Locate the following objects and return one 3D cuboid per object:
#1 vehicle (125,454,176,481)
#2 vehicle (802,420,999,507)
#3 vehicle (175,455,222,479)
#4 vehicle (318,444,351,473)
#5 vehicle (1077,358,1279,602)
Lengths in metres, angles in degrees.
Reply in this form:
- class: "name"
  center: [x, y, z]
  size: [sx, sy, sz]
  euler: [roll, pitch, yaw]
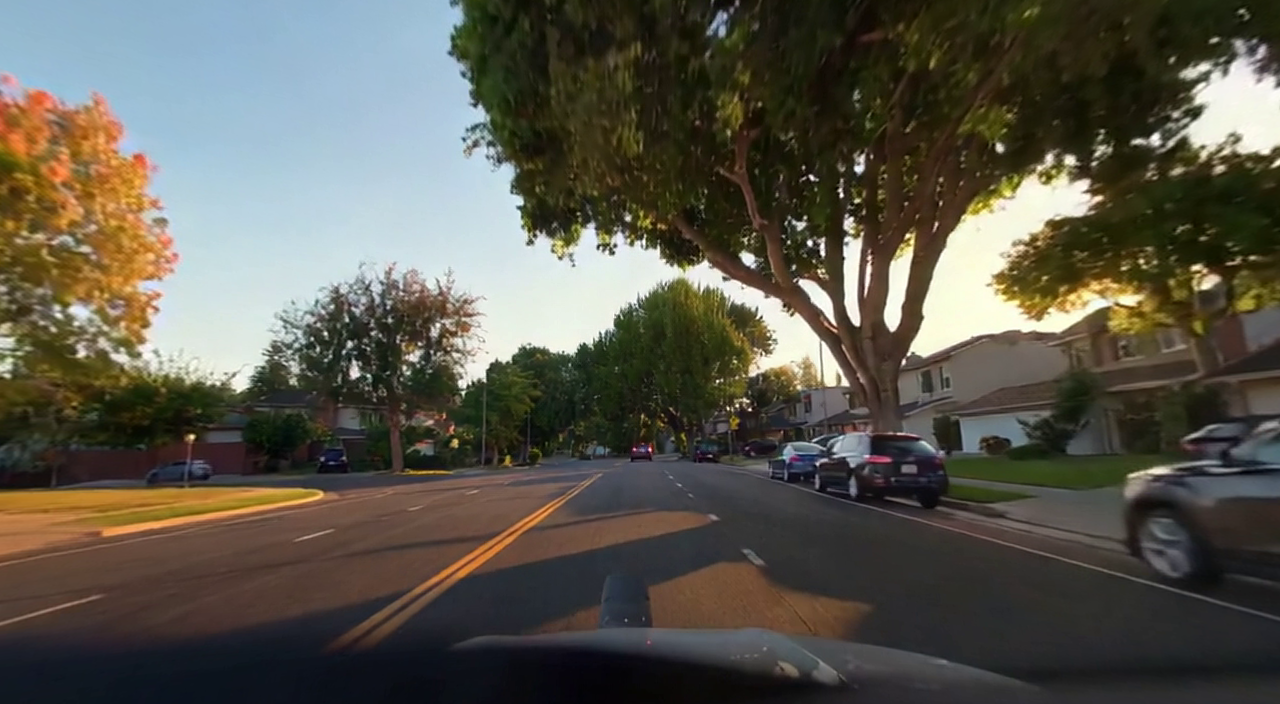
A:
- class: "vehicle"
  center: [-34.033, 7.977, 43.890]
  size: [1.934, 1.689, 3.999]
  euler: [4, -9, -26]
- class: "vehicle"
  center: [6.627, 2.943, 17.160]
  size: [2.878, 1.927, 5.774]
  euler: [-1, -8, 0]
- class: "vehicle"
  center: [-31.457, 8.194, 45.065]
  size: [1.866, 1.484, 4.553]
  euler: [3, -9, -24]
- class: "vehicle"
  center: [-23.528, 8.195, 48.681]
  size: [2.083, 2.113, 4.490]
  euler: [3, -9, -24]
- class: "vehicle"
  center: [6.542, 0.992, 4.792]
  size: [2.260, 2.046, 5.766]
  euler: [-1, -8, 0]
